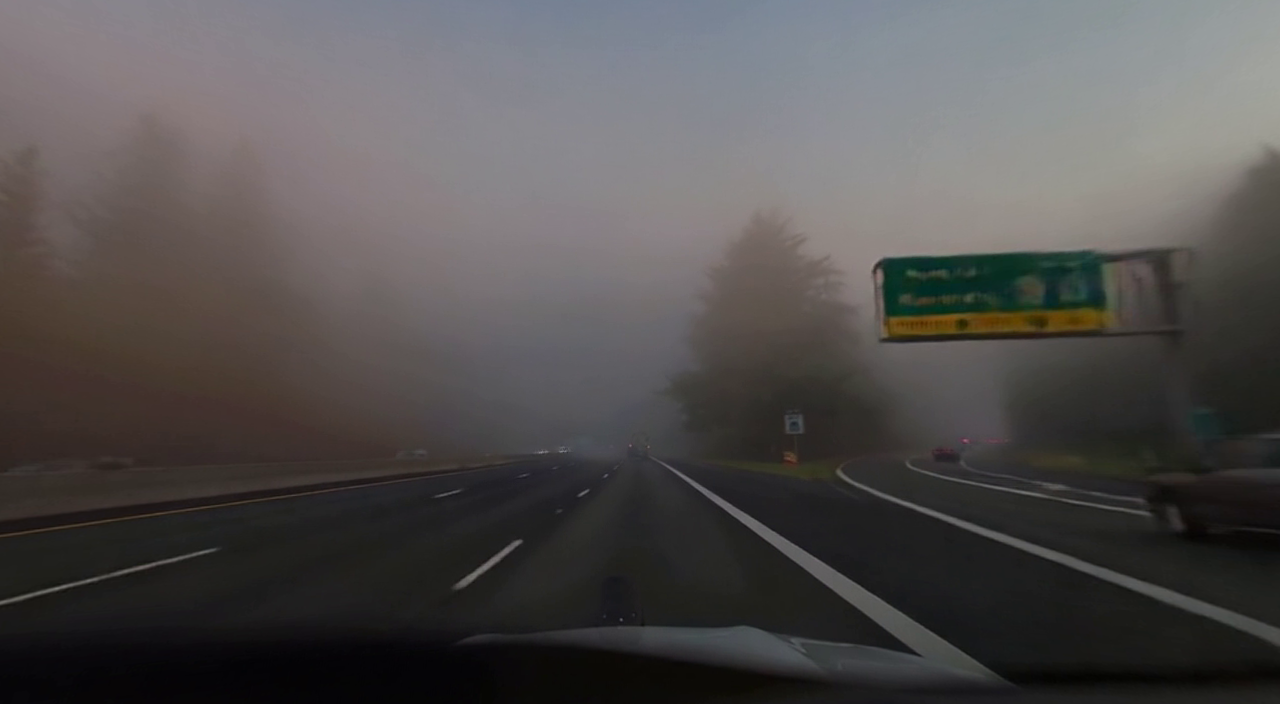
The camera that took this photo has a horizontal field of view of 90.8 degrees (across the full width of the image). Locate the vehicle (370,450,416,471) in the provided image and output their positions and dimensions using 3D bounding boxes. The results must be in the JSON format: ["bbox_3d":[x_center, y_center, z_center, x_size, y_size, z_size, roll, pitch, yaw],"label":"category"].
[{"bbox_3d":[-18.960,8.365,48.668,1.870,1.499,4.295,0,-9,-1],"label":"vehicle"}]

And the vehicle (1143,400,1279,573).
[{"bbox_3d":[7.419,1.267,5.781,2.096,1.712,4.697,-1,-9,6],"label":"vehicle"}]

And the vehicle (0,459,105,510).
[{"bbox_3d":[-20.784,4.355,20.995,1.870,1.488,4.715,0,-9,-1],"label":"vehicle"}]
